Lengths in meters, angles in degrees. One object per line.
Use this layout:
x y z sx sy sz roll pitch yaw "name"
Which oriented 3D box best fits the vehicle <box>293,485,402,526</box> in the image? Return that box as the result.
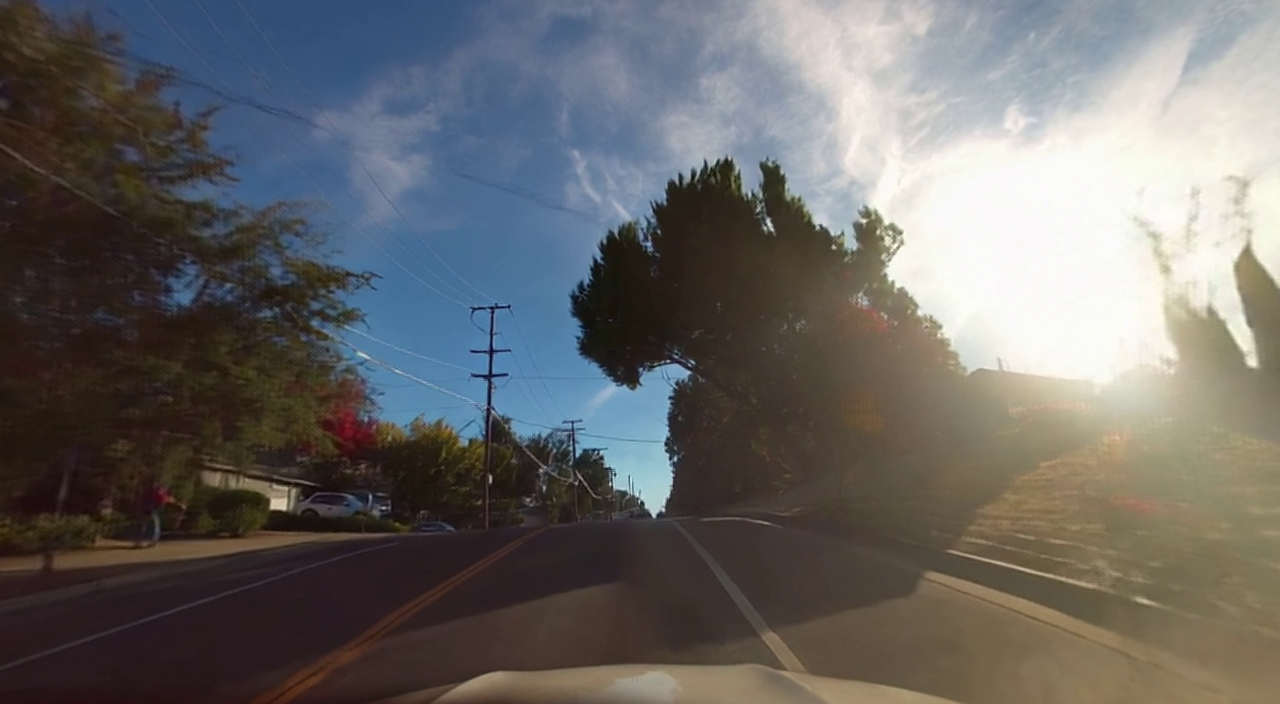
-16.638 8.773 36.430 2.301 2.081 6.706 -3 -12 8 "vehicle"
